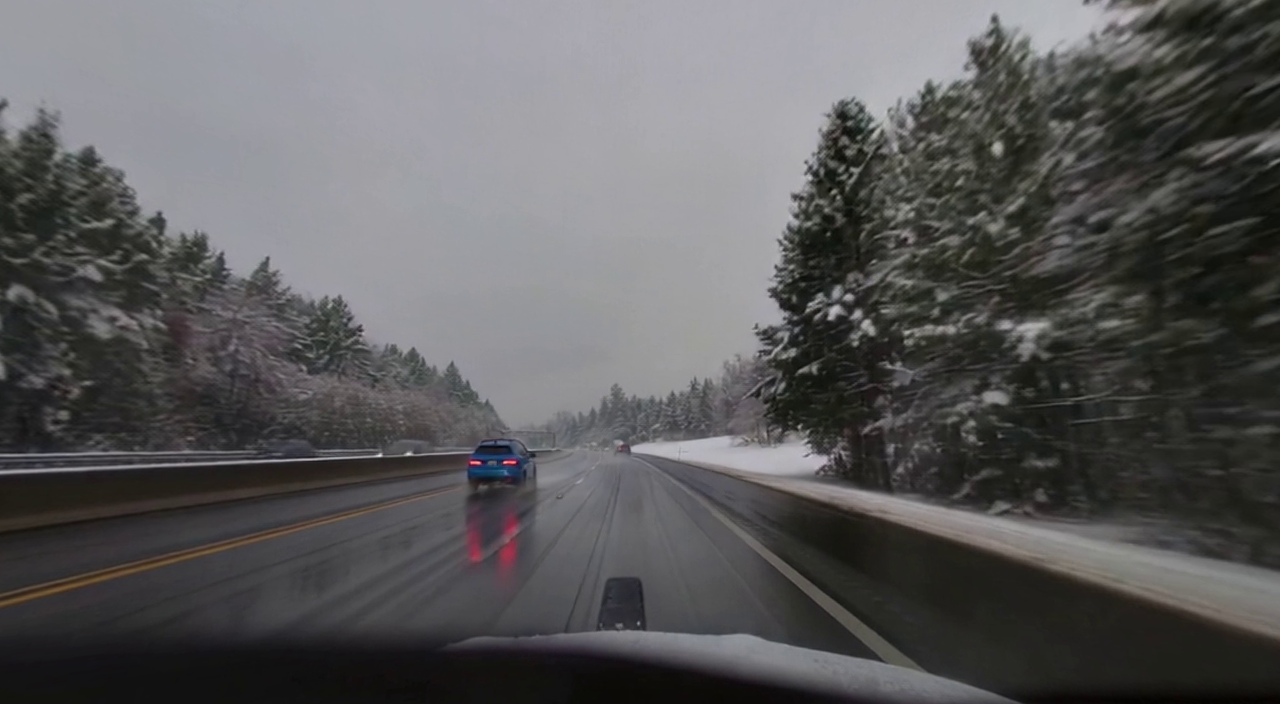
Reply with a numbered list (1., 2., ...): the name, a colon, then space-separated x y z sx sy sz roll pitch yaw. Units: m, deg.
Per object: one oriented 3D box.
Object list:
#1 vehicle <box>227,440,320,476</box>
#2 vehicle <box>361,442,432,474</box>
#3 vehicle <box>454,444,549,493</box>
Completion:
1. vehicle: -16.024 4.663 27.791 1.821 1.460 3.851 0 -9 -1
2. vehicle: -11.747 5.155 30.740 1.767 1.417 4.231 0 -9 0
3. vehicle: -4.426 3.808 20.934 2.126 1.411 4.433 0 -9 1
